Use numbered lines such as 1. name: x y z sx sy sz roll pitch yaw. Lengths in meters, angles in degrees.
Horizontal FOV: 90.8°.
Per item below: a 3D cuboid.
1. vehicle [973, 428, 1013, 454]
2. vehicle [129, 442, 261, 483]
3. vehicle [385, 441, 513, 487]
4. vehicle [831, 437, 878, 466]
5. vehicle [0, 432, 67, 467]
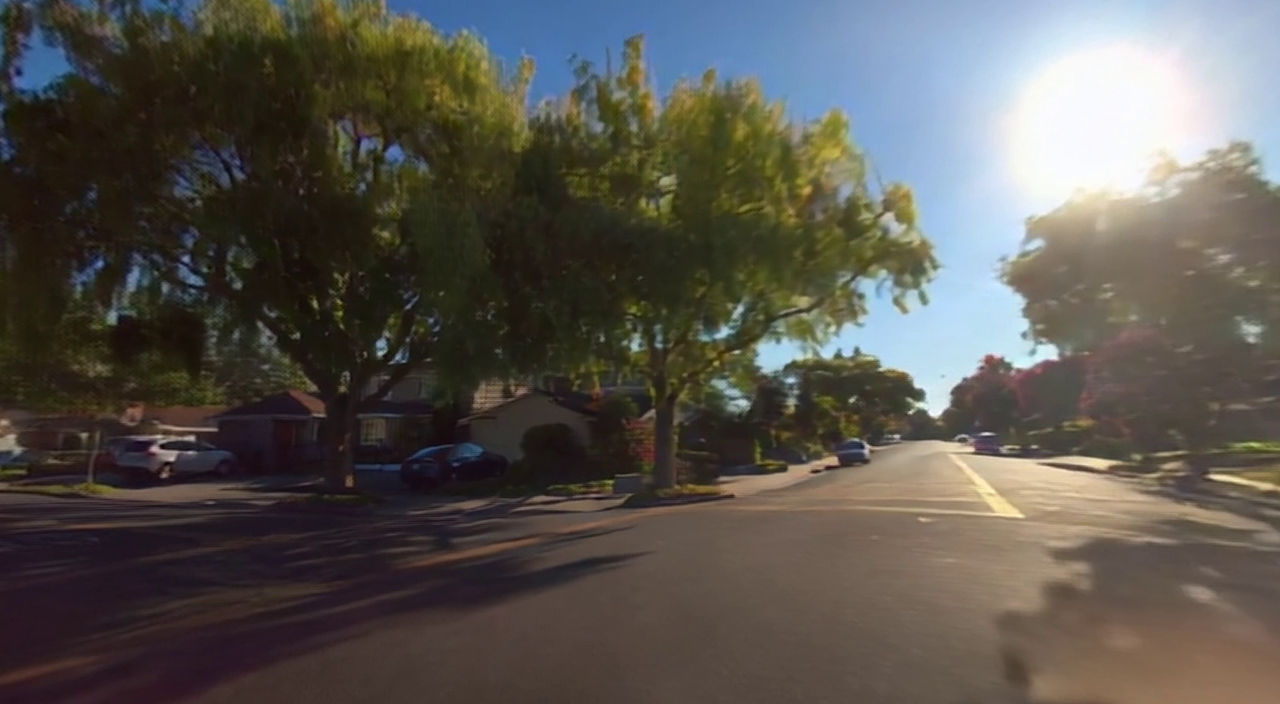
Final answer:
1. vehicle: 24.854 6.298 44.579 2.116 1.711 4.155 -4 -9 26
2. vehicle: -19.586 4.829 28.026 1.978 1.666 4.230 -4 -9 25
3. vehicle: -6.895 4.061 23.397 1.917 1.499 4.569 -4 -9 25
4. vehicle: 12.420 5.695 36.417 2.075 1.551 4.074 -4 -9 24
5. vehicle: -36.119 5.538 35.771 2.181 1.911 4.861 -5 -8 24
